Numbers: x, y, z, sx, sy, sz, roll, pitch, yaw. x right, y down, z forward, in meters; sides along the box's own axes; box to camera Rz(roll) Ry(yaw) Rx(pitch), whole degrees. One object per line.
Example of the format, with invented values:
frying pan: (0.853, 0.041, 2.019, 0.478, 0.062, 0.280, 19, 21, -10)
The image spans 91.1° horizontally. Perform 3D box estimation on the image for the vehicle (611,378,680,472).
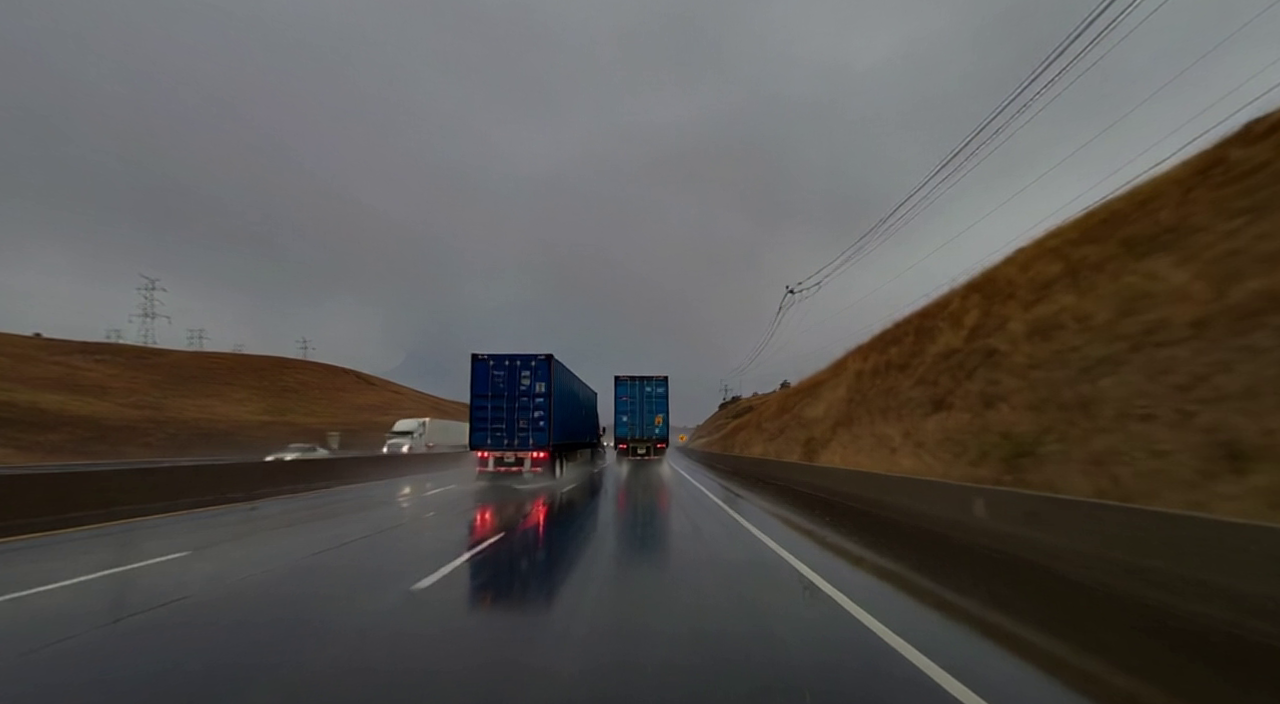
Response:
vehicle: (0.131, 4.006, 33.339, 3.006, 4.120, 11.586, 0, -8, -1)

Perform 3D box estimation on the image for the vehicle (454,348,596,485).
vehicle: (-3.913, 2.882, 25.694, 3.065, 4.105, 13.706, 0, -8, 1)
